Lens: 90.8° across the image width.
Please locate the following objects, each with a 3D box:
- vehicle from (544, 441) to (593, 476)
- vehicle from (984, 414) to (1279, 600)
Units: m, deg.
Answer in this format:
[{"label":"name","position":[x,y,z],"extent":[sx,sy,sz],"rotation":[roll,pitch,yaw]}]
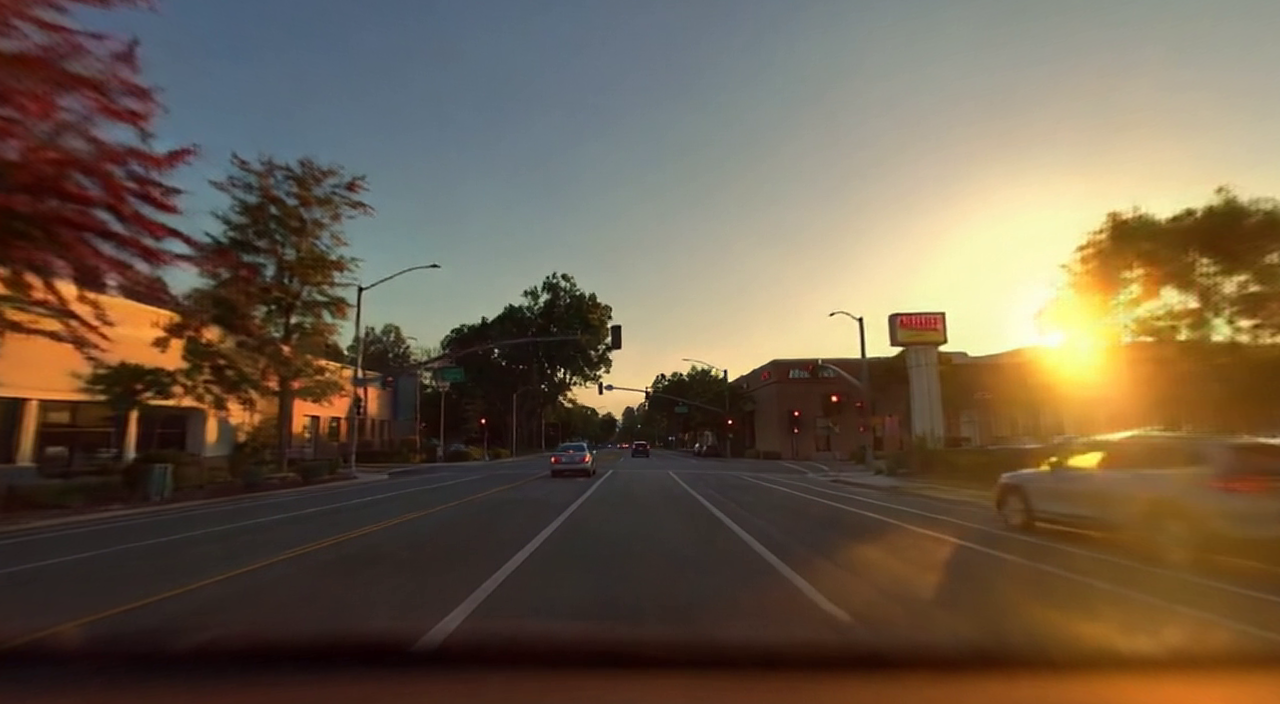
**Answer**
[{"label":"vehicle","position":[-3.331,5.051,30.275],"extent":[1.915,1.553,3.846],"rotation":[0,-8,0]},{"label":"vehicle","position":[7.235,1.868,8.653],"extent":[2.132,1.793,5.003],"rotation":[0,-8,-1]}]
